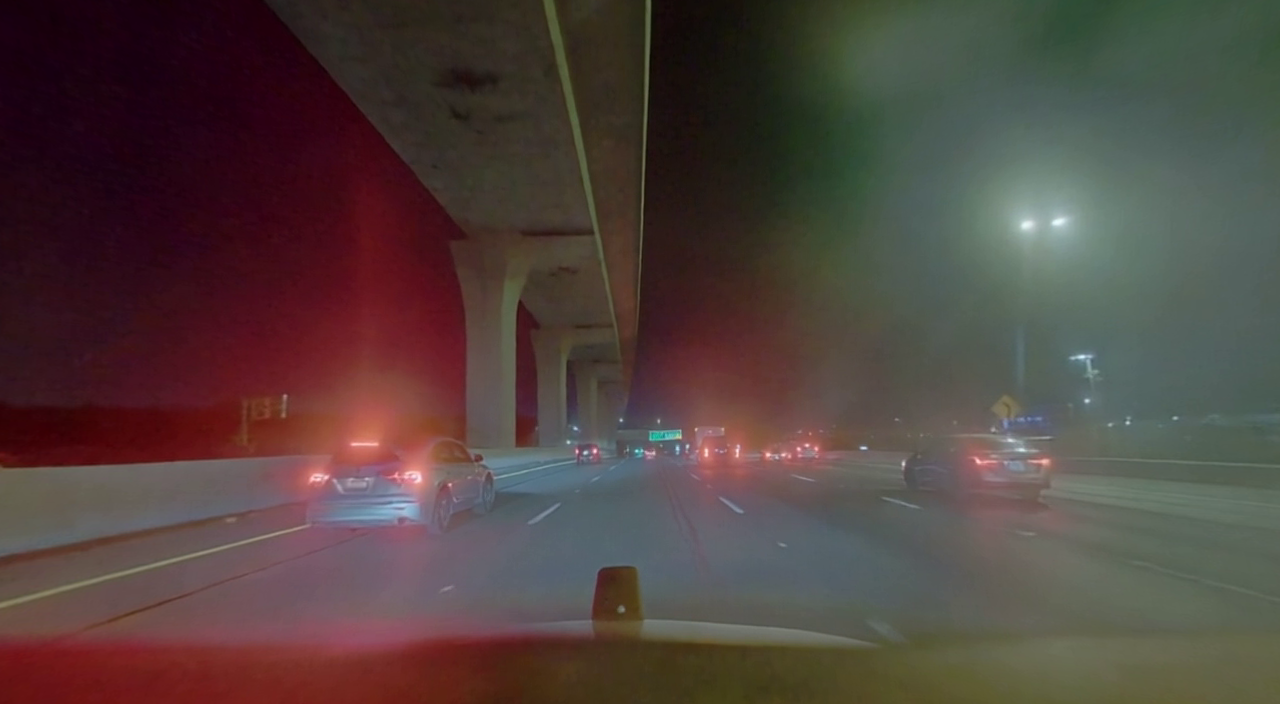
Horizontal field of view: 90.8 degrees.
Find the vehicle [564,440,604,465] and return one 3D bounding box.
[{"bbox_3d":[-3.529,6.456,40.633,2.047,1.464,4.387,0,-8,1],"label":"vehicle"}]

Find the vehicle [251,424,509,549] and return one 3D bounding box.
[{"bbox_3d":[-3.614,1.965,9.960,1.997,1.476,4.703,0,-8,1],"label":"vehicle"}]

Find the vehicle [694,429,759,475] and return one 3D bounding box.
[{"bbox_3d":[3.536,4.195,26.615,2.072,1.761,4.242,0,-8,0],"label":"vehicle"}]

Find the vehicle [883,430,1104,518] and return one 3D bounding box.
[{"bbox_3d":[6.812,2.389,12.866,1.989,1.472,4.322,0,-8,0],"label":"vehicle"}]
